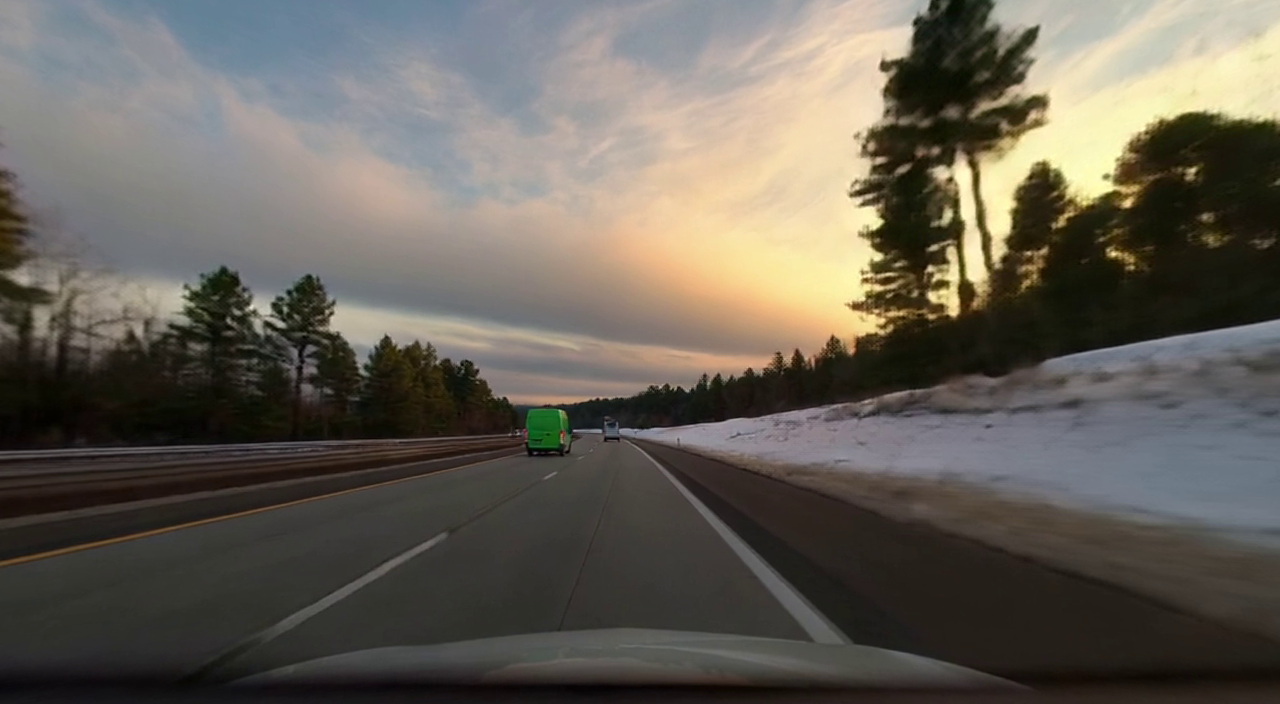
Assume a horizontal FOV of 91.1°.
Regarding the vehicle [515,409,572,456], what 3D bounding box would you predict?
[{"bbox_3d":[-5.484,4.715,36.662,2.561,2.509,5.465,0,-8,-1],"label":"vehicle"}]
